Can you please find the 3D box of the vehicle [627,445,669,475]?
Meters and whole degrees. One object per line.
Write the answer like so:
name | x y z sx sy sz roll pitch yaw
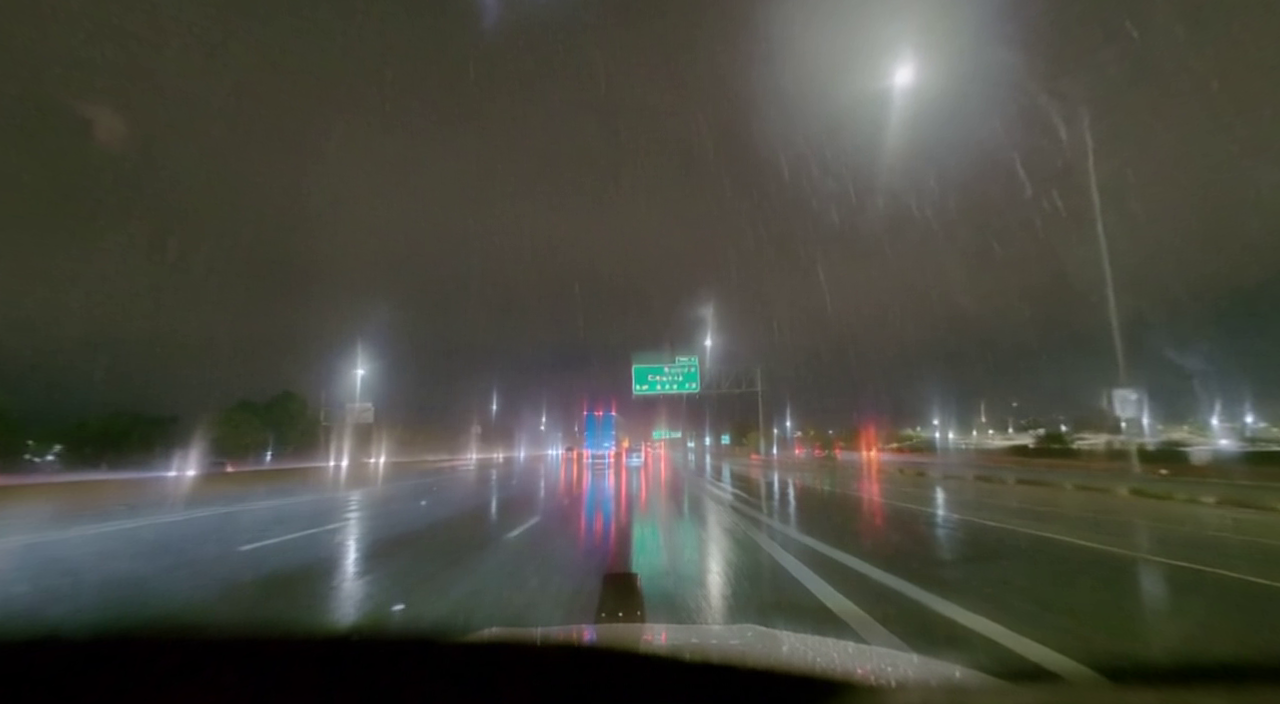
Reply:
vehicle | 0.367 5.662 33.282 2.066 1.469 4.050 0 -9 -1

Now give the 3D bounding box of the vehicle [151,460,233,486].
vehicle | -31.046 8.355 43.839 1.997 1.578 4.861 0 -9 1
